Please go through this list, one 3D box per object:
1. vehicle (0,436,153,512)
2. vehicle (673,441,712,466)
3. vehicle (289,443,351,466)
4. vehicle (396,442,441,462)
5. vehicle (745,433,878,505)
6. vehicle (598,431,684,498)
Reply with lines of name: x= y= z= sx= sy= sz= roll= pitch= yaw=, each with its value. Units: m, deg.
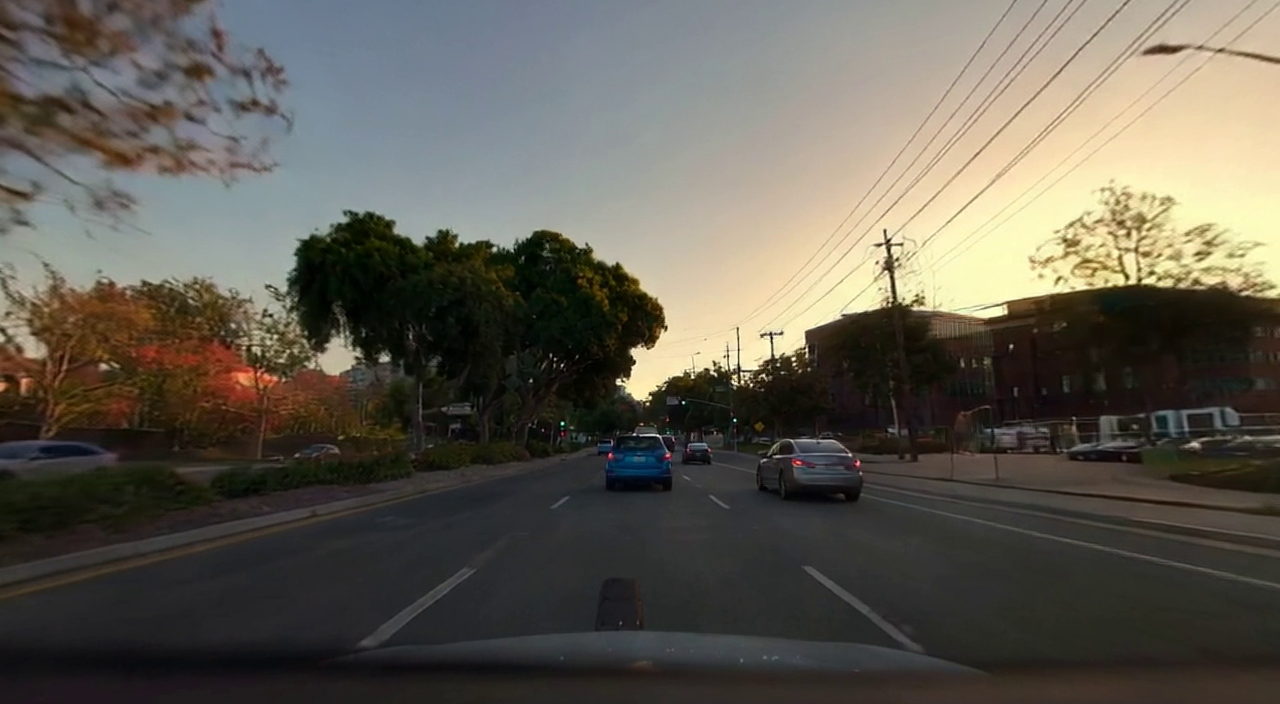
vehicle: x=-13.730 y=2.686 z=14.246 sx=2.031 sy=1.490 sz=4.284 roll=0 pitch=-8 yaw=0
vehicle: x=3.318 y=6.504 z=40.593 sx=2.054 sy=1.461 sz=4.321 roll=0 pitch=-8 yaw=-1
vehicle: x=-21.545 y=6.916 z=42.734 sx=1.821 sy=1.485 sz=4.393 roll=0 pitch=-8 yaw=0
vehicle: x=-17.460 y=7.888 z=49.925 sx=1.873 sy=1.459 sz=4.447 roll=0 pitch=-8 yaw=1
vehicle: x=4.112 y=2.883 z=16.037 sx=2.086 sy=1.534 sz=4.351 roll=0 pitch=-8 yaw=-1
vehicle: x=-0.013 y=3.039 z=17.389 sx=2.073 sy=1.606 sz=3.933 roll=0 pitch=-8 yaw=-1
